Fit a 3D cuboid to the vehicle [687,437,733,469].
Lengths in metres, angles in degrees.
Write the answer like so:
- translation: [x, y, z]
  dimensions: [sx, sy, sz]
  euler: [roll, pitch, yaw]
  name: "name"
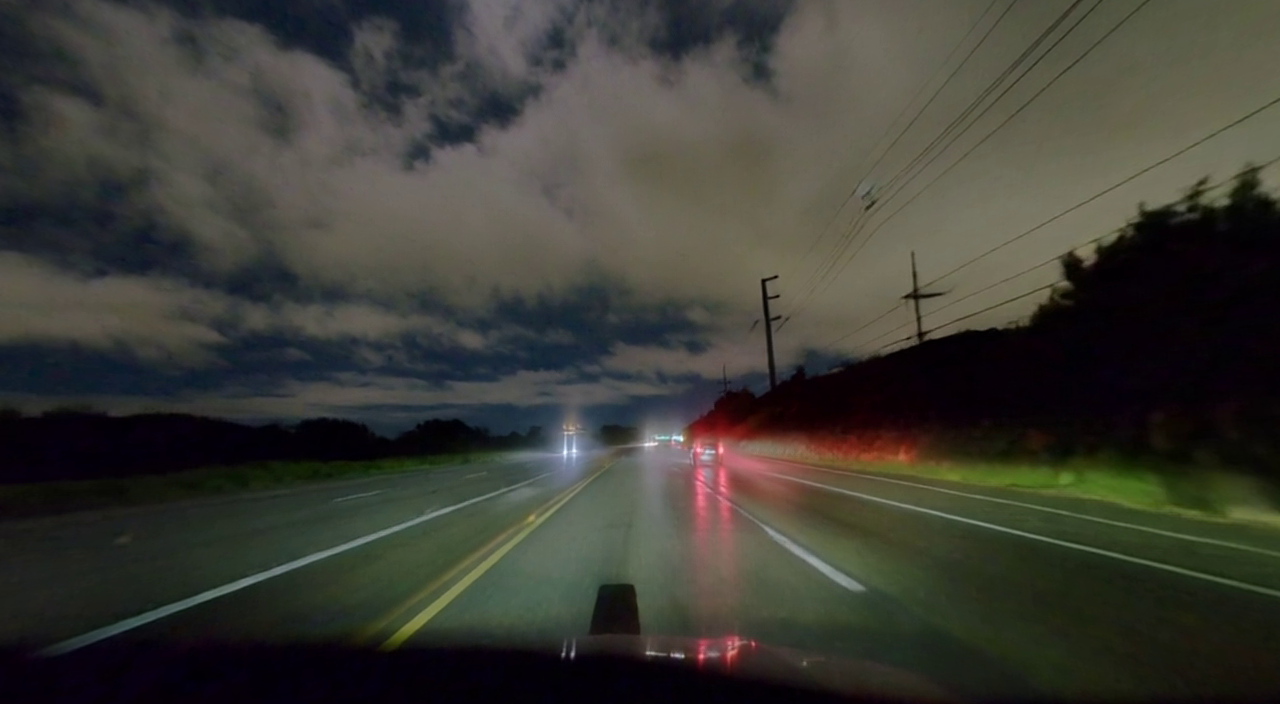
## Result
- translation: [3.671, 5.379, 33.799]
  dimensions: [1.977, 1.581, 4.428]
  euler: [-1, -8, 0]
  name: "vehicle"
